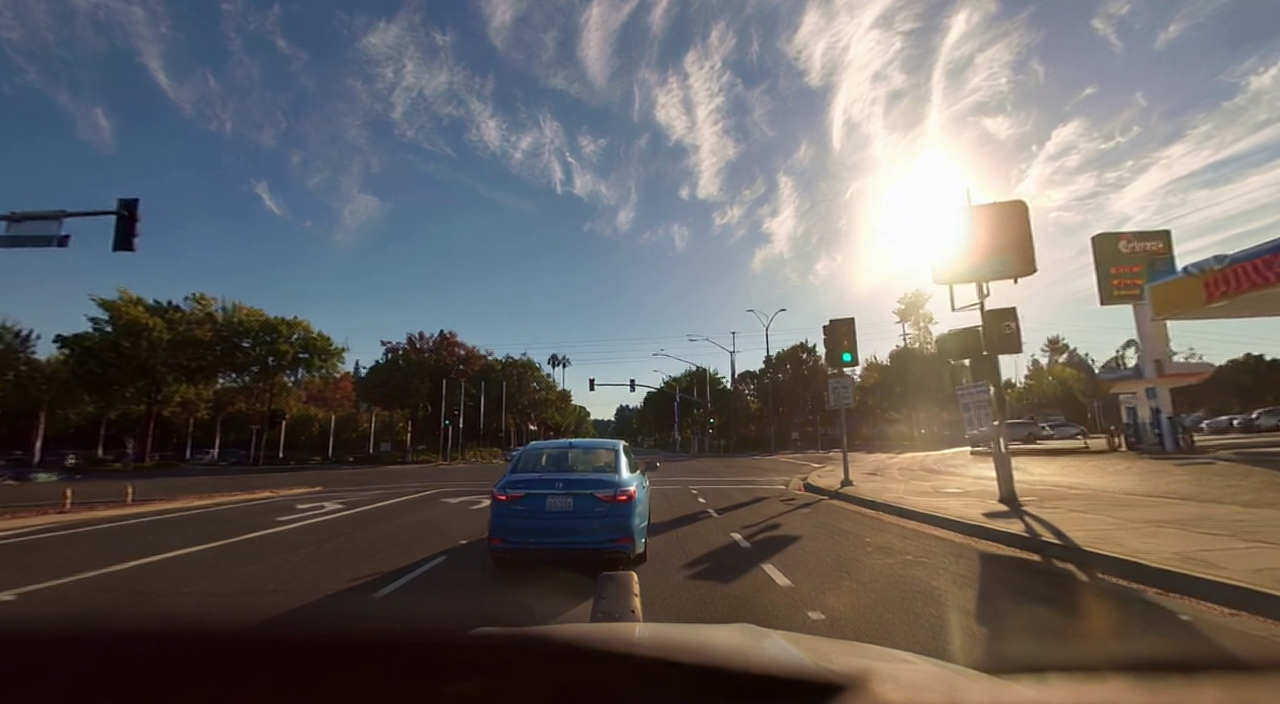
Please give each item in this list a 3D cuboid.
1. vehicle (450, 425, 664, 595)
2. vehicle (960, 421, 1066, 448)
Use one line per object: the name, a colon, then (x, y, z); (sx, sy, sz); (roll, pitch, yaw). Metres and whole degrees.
vehicle: (-0.669, 1.751, 7.962); (1.916, 1.510, 4.447); (0, -8, 2)
vehicle: (21.802, 4.861, 37.044); (4.874, 1.502, 2.048); (0, -8, 1)
